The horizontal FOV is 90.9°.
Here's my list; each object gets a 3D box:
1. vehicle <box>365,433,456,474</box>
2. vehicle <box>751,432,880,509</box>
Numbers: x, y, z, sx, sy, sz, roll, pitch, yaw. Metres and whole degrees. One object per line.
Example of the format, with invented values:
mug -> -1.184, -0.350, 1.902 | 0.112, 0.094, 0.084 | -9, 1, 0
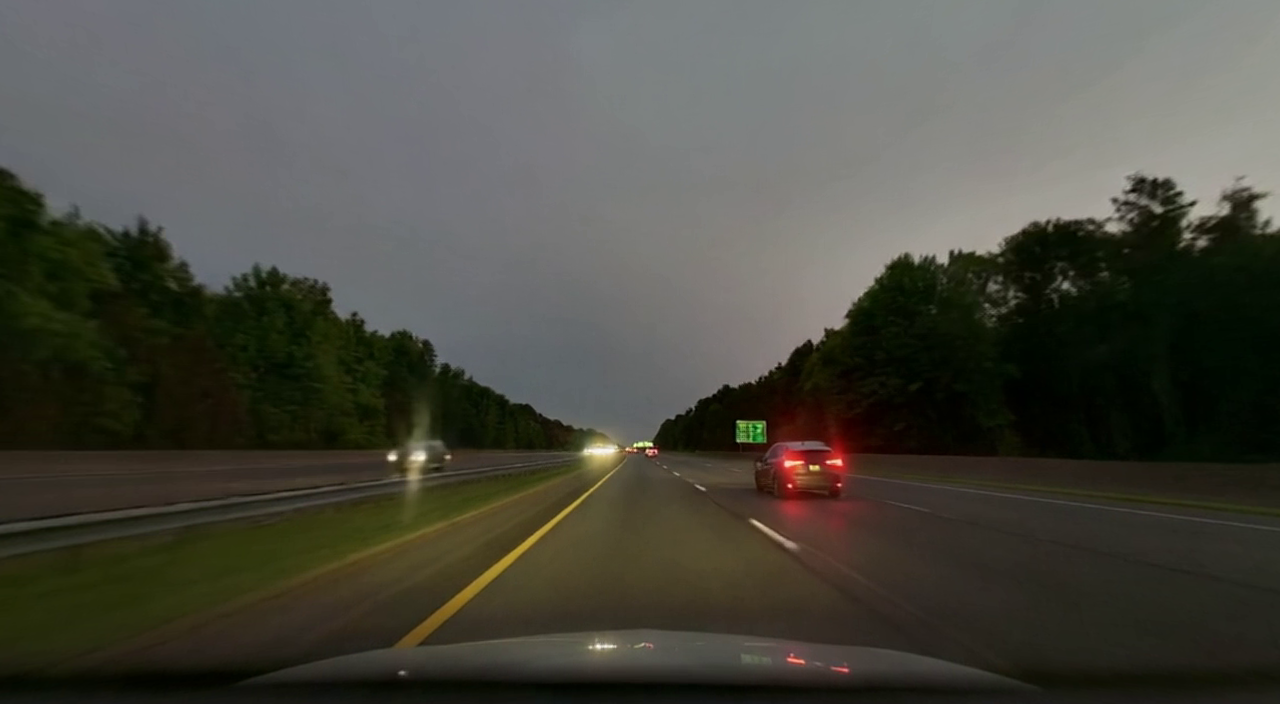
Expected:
vehicle -> -8.784, 3.943, 24.505 | 1.901, 1.429, 4.395 | 0, -9, 0
vehicle -> 4.240, 2.938, 16.066 | 1.933, 1.663, 4.440 | 0, -9, -1
